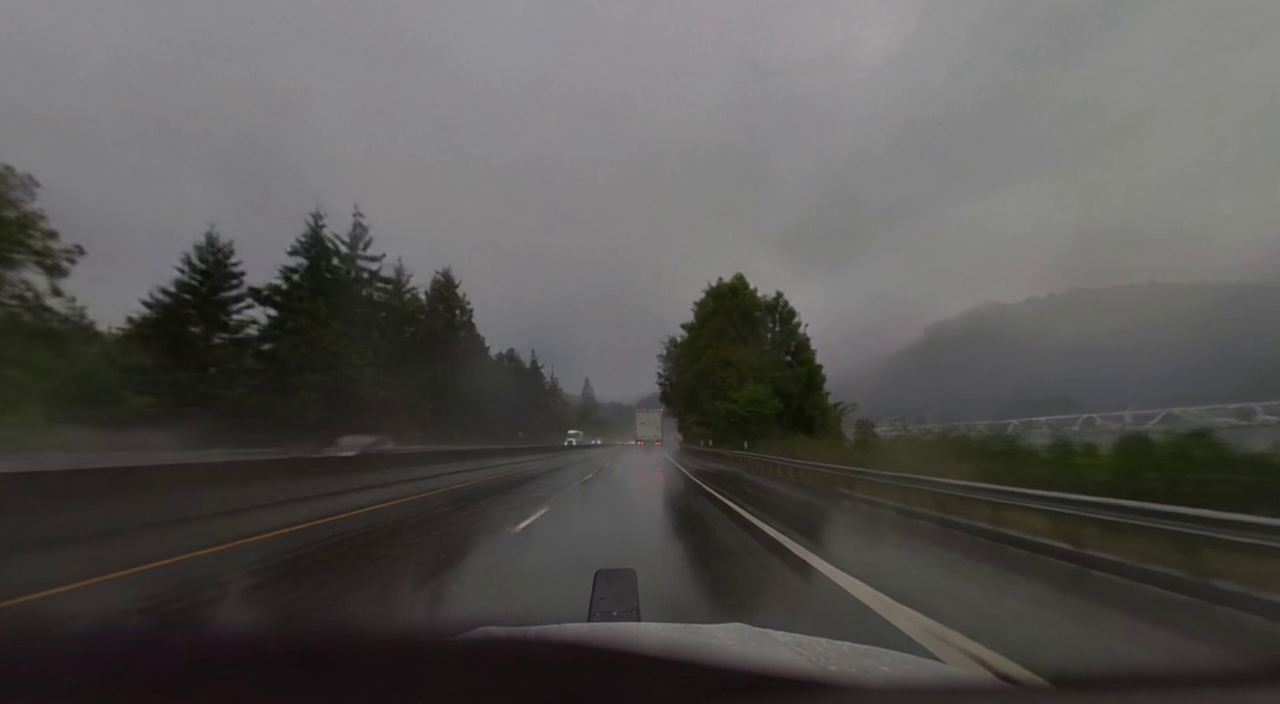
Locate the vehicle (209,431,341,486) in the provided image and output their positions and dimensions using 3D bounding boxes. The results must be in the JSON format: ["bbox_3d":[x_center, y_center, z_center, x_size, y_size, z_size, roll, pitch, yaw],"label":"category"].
[{"bbox_3d":[-13.504,3.940,23.717,2.196,1.819,4.662,0,-8,-1],"label":"vehicle"}]
